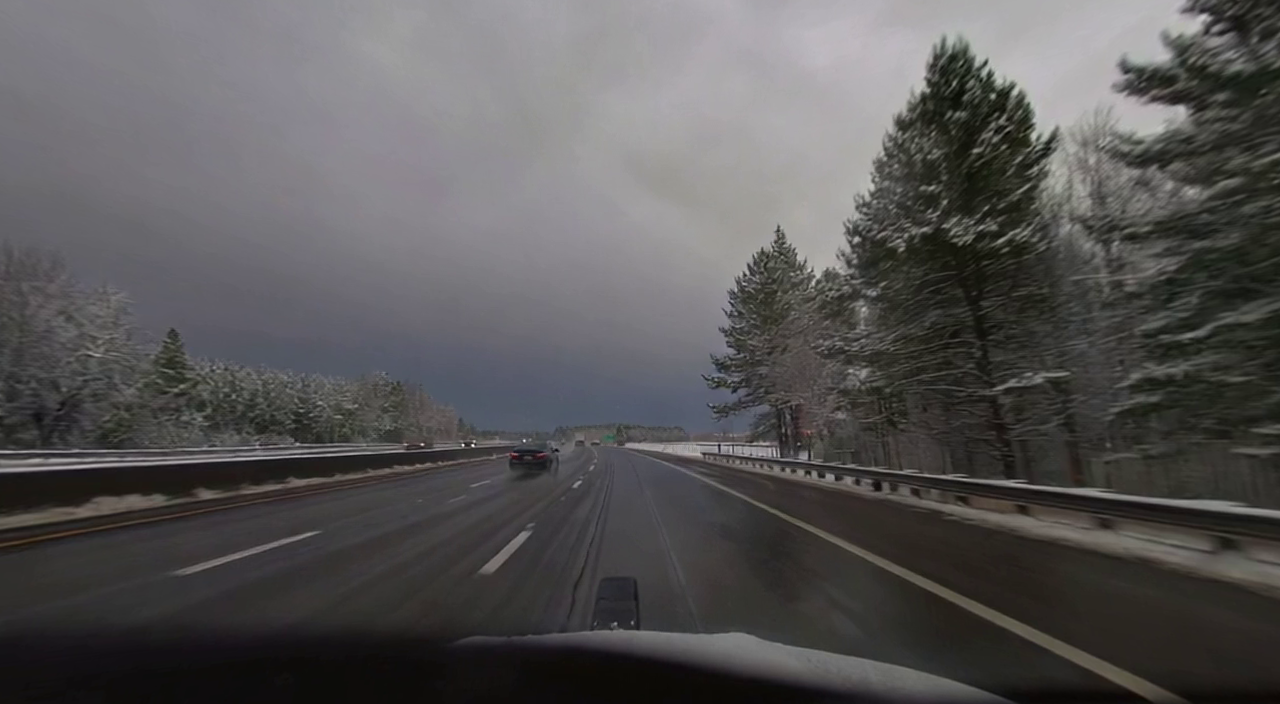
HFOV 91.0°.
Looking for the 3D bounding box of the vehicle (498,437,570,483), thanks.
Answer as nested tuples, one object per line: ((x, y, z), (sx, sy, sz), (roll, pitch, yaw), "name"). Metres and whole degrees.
((-3.840, 3.974, 23.514), (2.053, 1.549, 4.097), (0, -8, -1), "vehicle")
